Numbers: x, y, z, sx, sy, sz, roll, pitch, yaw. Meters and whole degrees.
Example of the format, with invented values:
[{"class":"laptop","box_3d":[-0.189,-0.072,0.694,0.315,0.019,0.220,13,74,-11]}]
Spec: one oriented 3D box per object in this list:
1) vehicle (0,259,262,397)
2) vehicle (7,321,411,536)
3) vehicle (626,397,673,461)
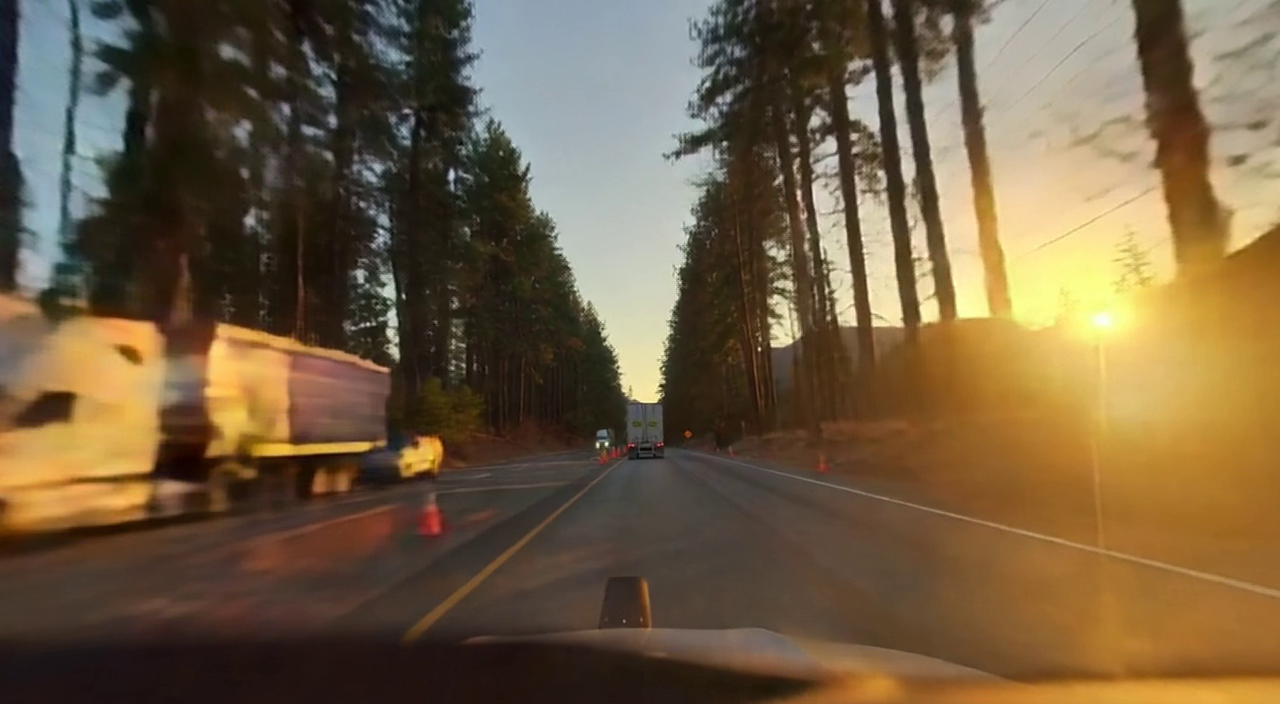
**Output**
[{"class":"vehicle","box_3d":[-9.040,-0.193,11.118,2.028,1.661,4.493,-2,-7,0]},{"class":"vehicle","box_3d":[-9.002,1.973,15.602,2.974,3.579,9.935,-1,-8,0]},{"class":"vehicle","box_3d":[0.510,5.711,45.756,2.935,4.068,11.036,0,-8,-1]}]
